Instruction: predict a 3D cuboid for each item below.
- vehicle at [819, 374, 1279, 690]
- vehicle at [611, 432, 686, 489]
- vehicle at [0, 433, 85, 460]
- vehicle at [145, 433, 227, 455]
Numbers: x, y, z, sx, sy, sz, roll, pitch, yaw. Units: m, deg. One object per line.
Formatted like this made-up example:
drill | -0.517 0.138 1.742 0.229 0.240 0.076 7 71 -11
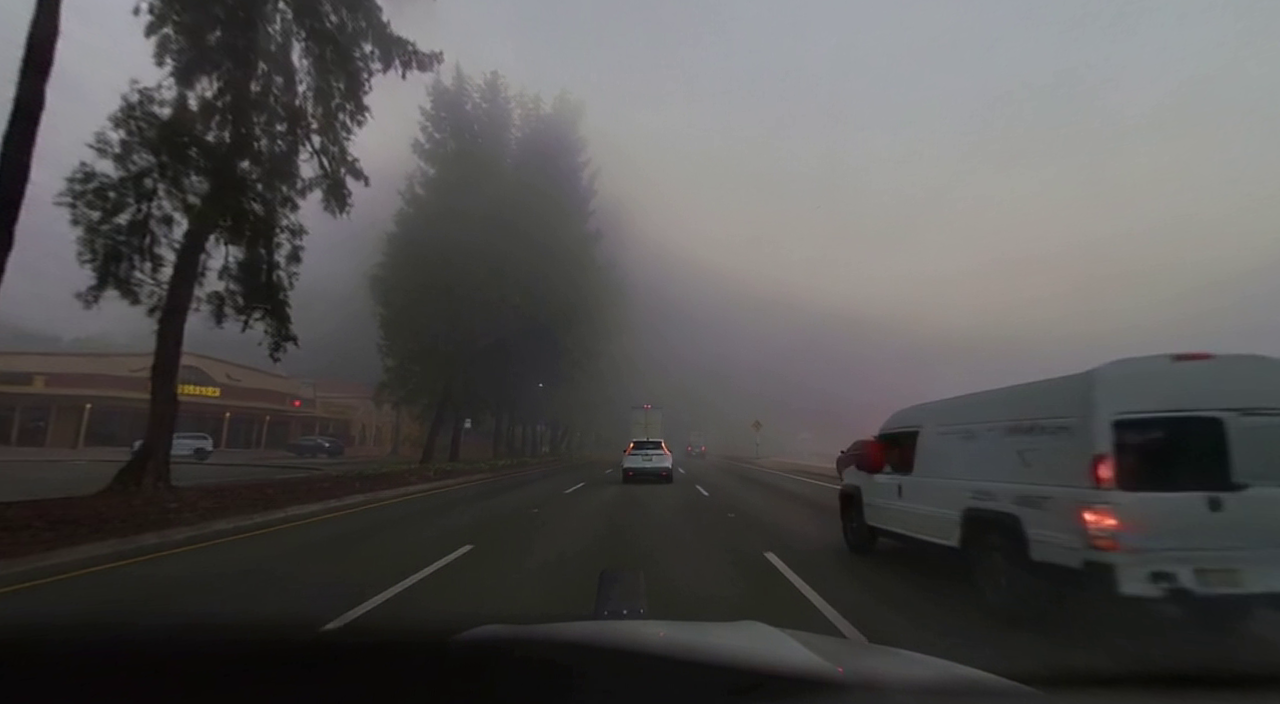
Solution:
vehicle | 3.315 1.287 5.701 2.010 1.692 4.516 0 -8 0
vehicle | 0.246 3.445 20.301 2.193 1.651 3.946 0 -8 0
vehicle | -35.574 5.565 37.006 3.714 1.510 1.917 4 -9 -25
vehicle | -35.417 7.193 49.150 4.786 1.697 1.895 4 -9 -25
